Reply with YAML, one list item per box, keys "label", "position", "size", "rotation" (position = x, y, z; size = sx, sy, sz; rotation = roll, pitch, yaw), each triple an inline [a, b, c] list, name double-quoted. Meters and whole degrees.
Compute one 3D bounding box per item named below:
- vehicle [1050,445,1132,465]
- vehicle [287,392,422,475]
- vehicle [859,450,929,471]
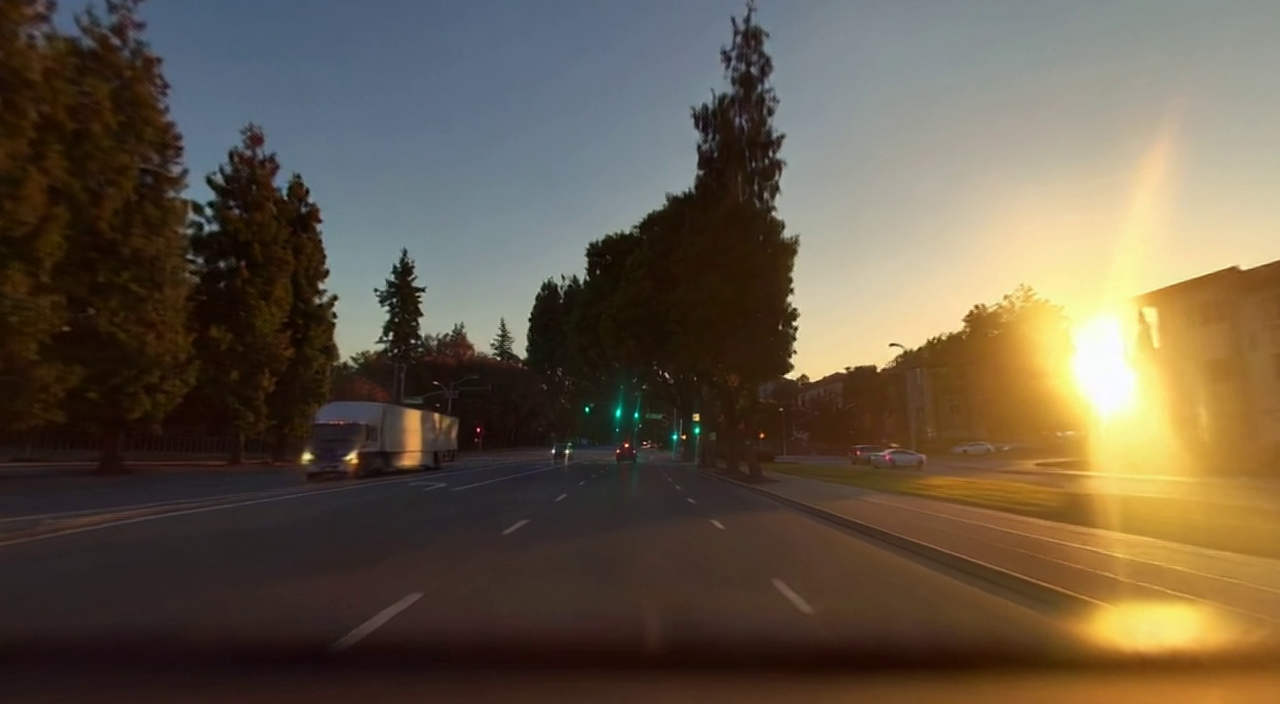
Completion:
- label: "vehicle"
  position: [34.264, 7.840, 48.143]
  size: [4.593, 1.460, 1.926]
  rotation: [-3, -9, 16]
- label: "vehicle"
  position: [-15.352, 4.605, 35.108]
  size: [3.193, 3.952, 9.170]
  rotation: [0, -9, 0]
- label: "vehicle"
  position: [18.354, 7.854, 45.822]
  size: [4.455, 1.475, 1.971]
  rotation: [-2, -9, 15]
